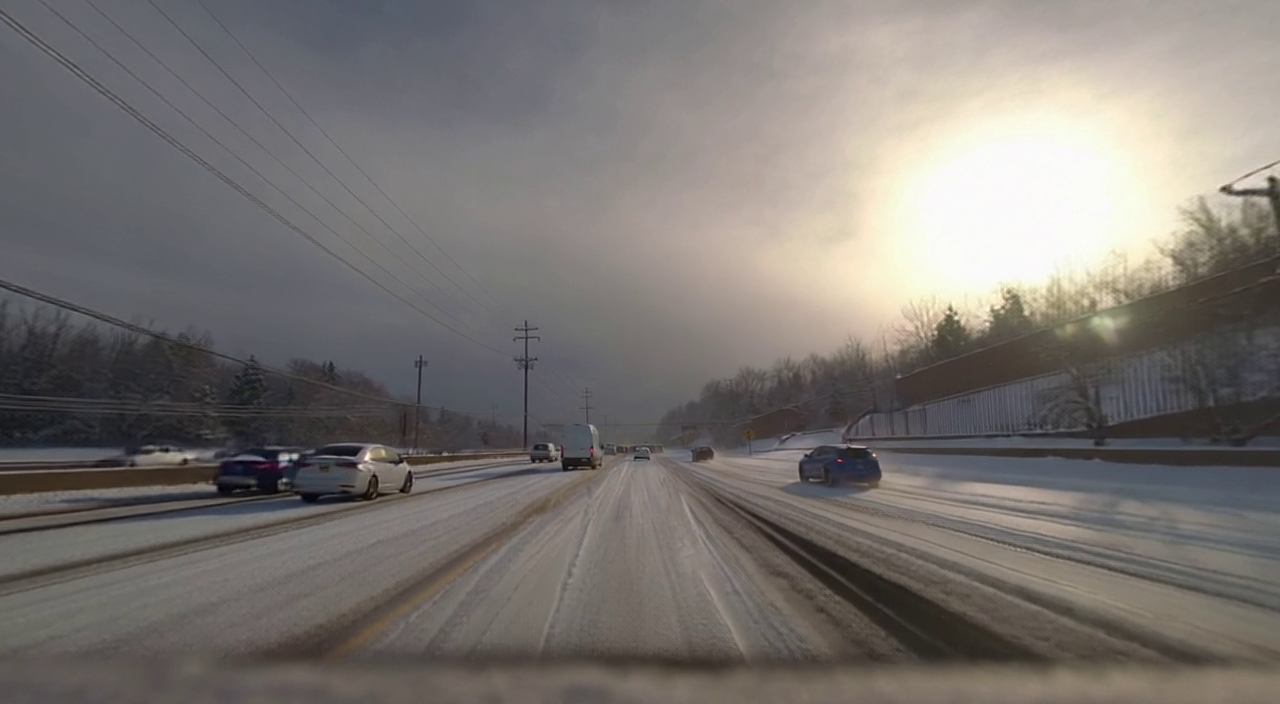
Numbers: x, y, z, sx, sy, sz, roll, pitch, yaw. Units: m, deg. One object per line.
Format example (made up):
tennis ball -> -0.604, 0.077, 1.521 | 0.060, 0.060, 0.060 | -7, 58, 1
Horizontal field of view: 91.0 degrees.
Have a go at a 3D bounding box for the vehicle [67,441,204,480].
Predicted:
vehicle -> -36.451, 7.838, 46.081 | 2.899, 2.516, 8.582 | 0, -9, 1

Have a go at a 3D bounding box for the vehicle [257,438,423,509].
vehicle -> -7.309, 2.986, 15.960 | 1.967, 1.525, 4.458 | 0, -9, 0

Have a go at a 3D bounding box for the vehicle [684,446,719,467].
vehicle -> 4.539, 7.798, 47.219 | 2.095, 1.504, 4.536 | 0, -9, -1

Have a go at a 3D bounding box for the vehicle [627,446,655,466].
vehicle -> 0.050, 7.953, 48.303 | 2.084, 1.492, 4.137 | 0, -9, -1

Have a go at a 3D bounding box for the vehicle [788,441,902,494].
vehicle -> 6.293, 3.588, 19.931 | 2.052, 1.470, 4.364 | 0, -9, -2

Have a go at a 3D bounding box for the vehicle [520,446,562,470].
vehicle -> -6.504, 6.961, 41.700 | 1.944, 1.490, 4.442 | 0, -9, 1

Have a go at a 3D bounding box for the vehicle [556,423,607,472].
vehicle -> -3.353, 5.668, 37.403 | 2.395, 2.660, 5.827 | 0, -9, 1
